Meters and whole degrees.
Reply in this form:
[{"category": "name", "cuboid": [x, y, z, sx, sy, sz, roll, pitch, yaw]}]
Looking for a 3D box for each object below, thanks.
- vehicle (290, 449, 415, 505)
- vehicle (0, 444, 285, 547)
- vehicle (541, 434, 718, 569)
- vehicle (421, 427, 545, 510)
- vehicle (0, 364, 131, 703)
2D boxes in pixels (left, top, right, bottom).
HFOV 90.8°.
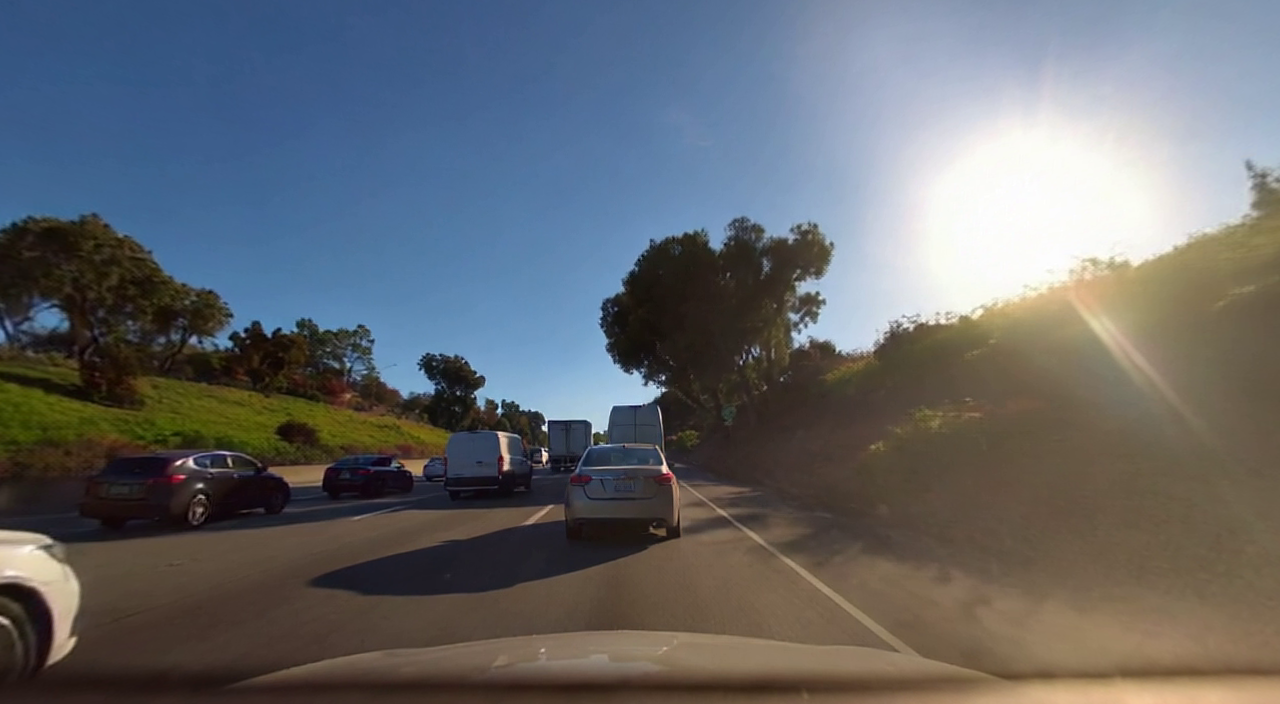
[{"category": "vehicle", "cuboid": [-8.397, 3.640, 18.847, 1.826, 1.465, 3.916, -1, -9, 1]}, {"category": "vehicle", "cuboid": [-8.707, 2.445, 11.474, 1.884, 1.484, 4.389, -1, -9, 1]}, {"category": "vehicle", "cuboid": [-0.140, 1.957, 8.899, 1.995, 1.495, 3.380, 0, -9, -1]}, {"category": "vehicle", "cuboid": [-4.046, 3.102, 17.205, 2.055, 1.913, 4.584, -1, -9, 2]}, {"category": "vehicle", "cuboid": [-3.633, 0.637, 0.941, 2.029, 1.656, 4.437, 0, -9, 0]}]
